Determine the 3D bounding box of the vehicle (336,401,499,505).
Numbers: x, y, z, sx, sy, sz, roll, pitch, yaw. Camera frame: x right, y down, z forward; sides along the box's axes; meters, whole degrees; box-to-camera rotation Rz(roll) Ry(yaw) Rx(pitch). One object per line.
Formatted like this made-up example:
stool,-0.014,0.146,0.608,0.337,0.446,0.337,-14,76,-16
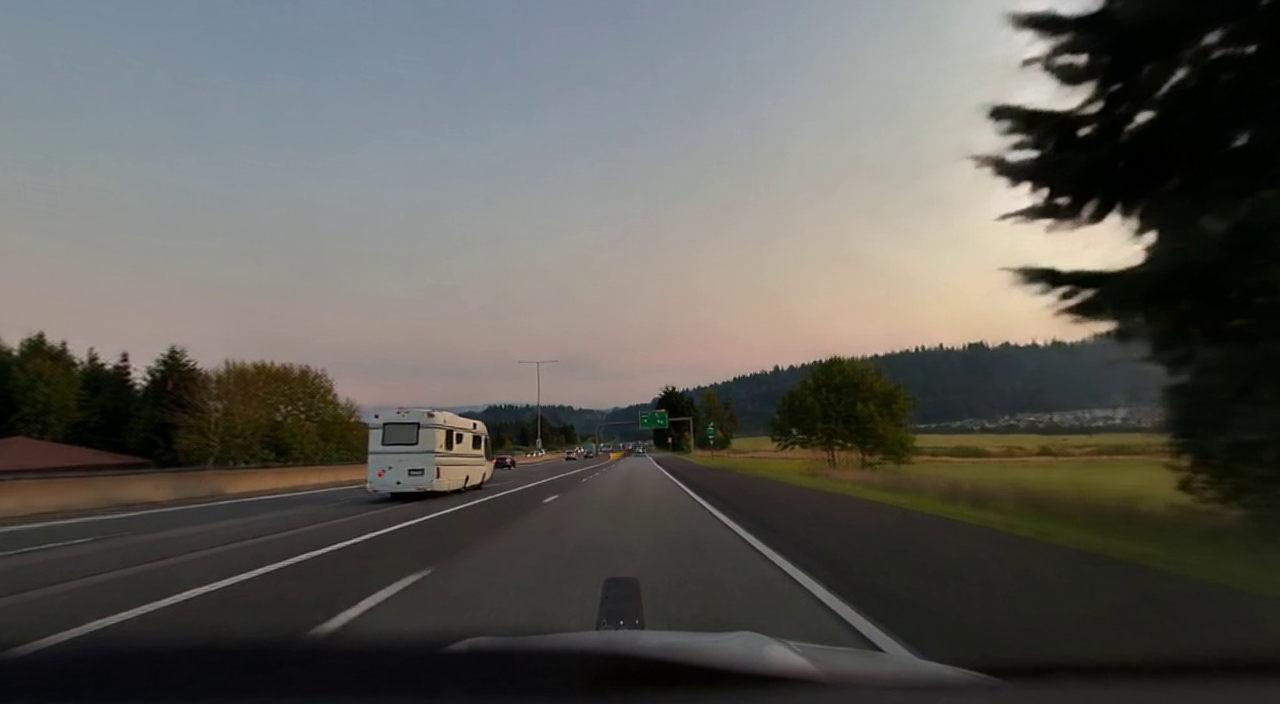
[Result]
vehicle,-7.190,3.444,21.784,2.747,2.934,7.411,0,-9,2
